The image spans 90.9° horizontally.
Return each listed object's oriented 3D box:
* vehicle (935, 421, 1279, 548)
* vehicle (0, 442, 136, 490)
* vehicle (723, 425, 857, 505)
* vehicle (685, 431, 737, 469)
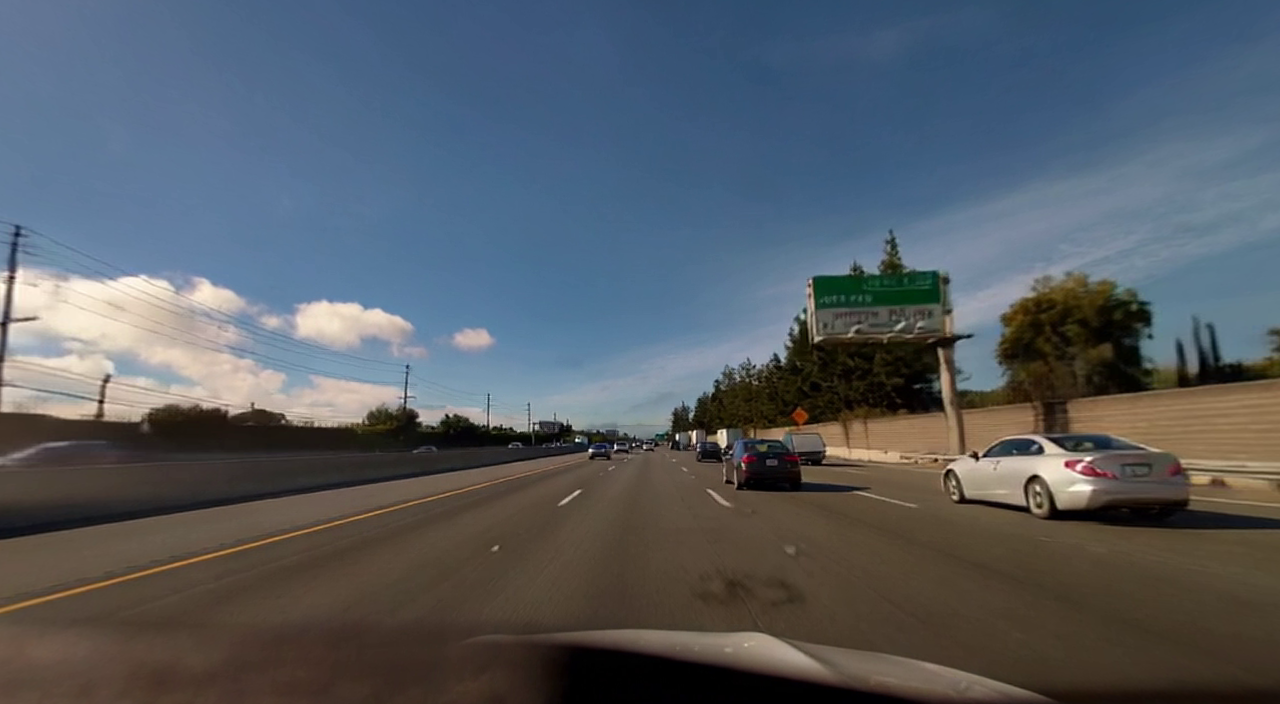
[{"bbox_3d":[6.949,1.972,10.191,1.988,1.518,4.856,-1,-8,0],"label":"vehicle"},{"bbox_3d":[-22.299,4.272,24.086,2.015,1.591,4.872,-1,-8,1],"label":"vehicle"},{"bbox_3d":[3.427,2.693,15.447,2.146,1.639,4.475,0,-8,-1],"label":"vehicle"},{"bbox_3d":[4.040,5.680,36.833,2.442,2.022,5.466,-1,-8,0],"label":"vehicle"}]
